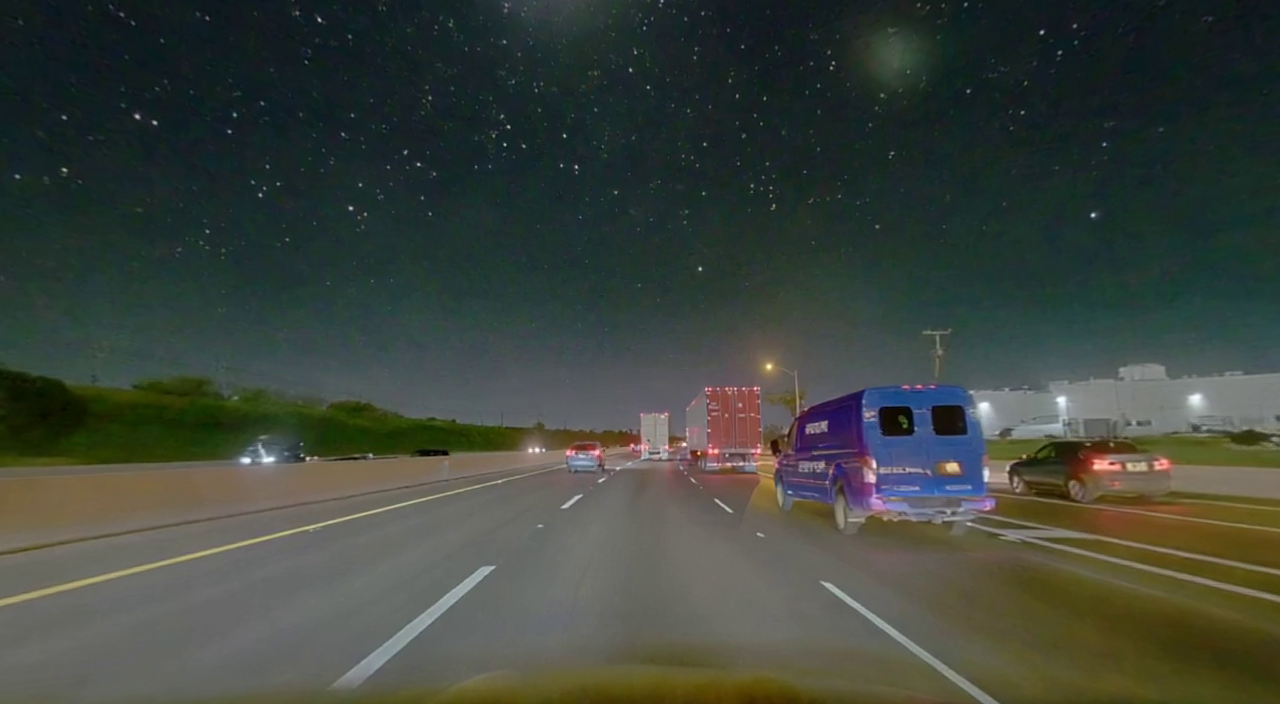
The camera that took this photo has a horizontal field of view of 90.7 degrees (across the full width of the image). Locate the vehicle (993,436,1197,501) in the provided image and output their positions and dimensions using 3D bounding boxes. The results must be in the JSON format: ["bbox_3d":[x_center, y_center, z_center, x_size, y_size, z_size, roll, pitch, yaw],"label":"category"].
[{"bbox_3d":[12.222,3.139,17.521,2.060,1.499,4.683,0,-8,-2],"label":"vehicle"}]

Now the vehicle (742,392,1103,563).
[{"bbox_3d":[3.831,1.991,11.043,2.809,1.919,7.507,0,-9,0],"label":"vehicle"}]

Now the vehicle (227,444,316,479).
[{"bbox_3d":[-21.159,6.273,36.622,2.059,1.865,4.786,0,-9,3],"label":"vehicle"}]

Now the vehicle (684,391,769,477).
[{"bbox_3d":[4.494,4.785,36.210,2.951,3.974,13.340,0,-9,0],"label":"vehicle"}]

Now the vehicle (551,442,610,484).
[{"bbox_3d":[-2.238,4.312,24.858,2.024,1.472,4.014,0,-8,-2],"label":"vehicle"}]

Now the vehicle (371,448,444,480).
[{"bbox_3d":[-11.683,5.635,32.067,1.988,1.446,4.265,-1,-9,1],"label":"vehicle"}]
